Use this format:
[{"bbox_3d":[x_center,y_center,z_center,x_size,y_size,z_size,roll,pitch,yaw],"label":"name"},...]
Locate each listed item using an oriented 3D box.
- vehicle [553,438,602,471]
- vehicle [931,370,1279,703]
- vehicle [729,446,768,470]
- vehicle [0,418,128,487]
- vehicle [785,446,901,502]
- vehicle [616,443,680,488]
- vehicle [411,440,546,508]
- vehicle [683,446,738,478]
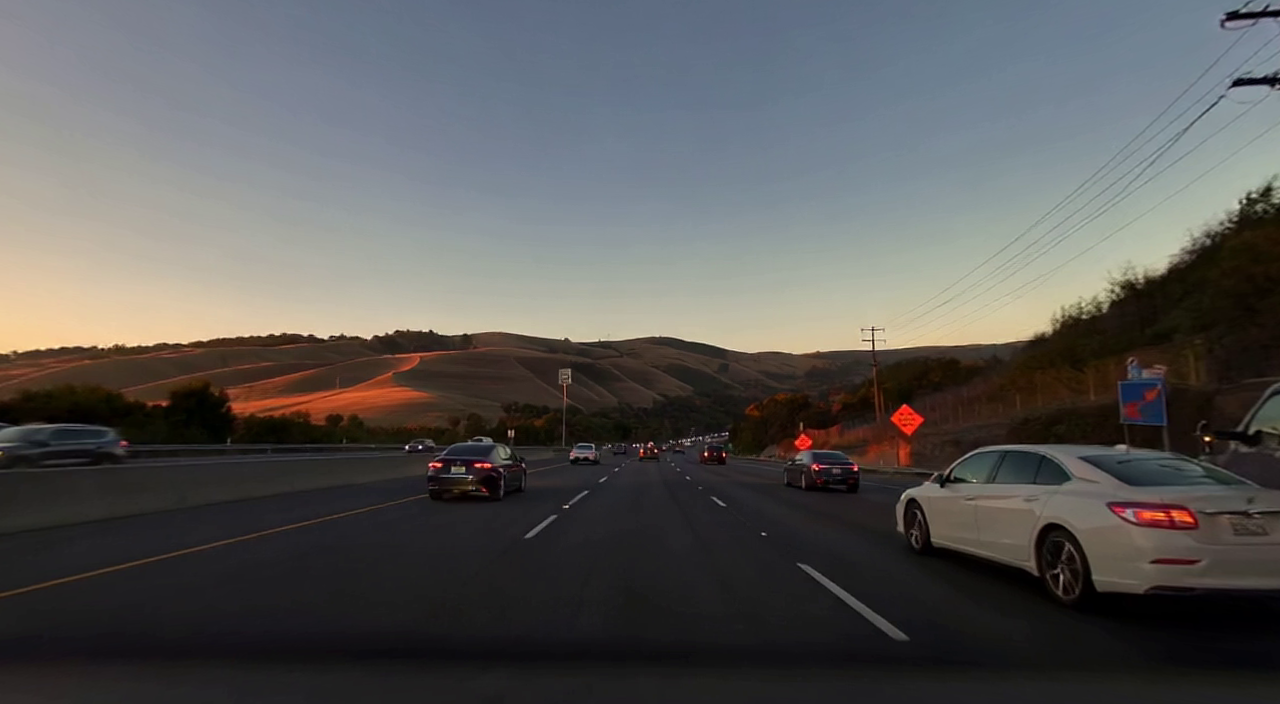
[{"bbox_3d":[-3.411,5.737,35.547,2.234,1.675,4.527,0,-8,1],"label":"vehicle"},{"bbox_3d":[3.842,1.054,3.708,2.018,1.670,4.658,0,-8,0],"label":"vehicle"},{"bbox_3d":[8.035,7.878,47.067,2.042,1.684,4.609,0,-8,0],"label":"vehicle"},{"bbox_3d":[-15.297,2.374,14.899,2.403,1.508,4.726,0,-8,1],"label":"vehicle"},{"bbox_3d":[5.934,3.578,19.049,1.867,1.465,4.093,0,-8,-4],"label":"vehicle"},{"bbox_3d":[0.261,4.114,23.332,2.138,1.473,4.392,0,-8,0],"label":"vehicle"},{"bbox_3d":[-3.804,2.937,15.728,2.232,1.438,4.163,0,-8,1],"label":"vehicle"},{"bbox_3d":[3.400,5.416,31.298,2.177,1.453,4.205,0,-8,-1],"label":"vehicle"}]
